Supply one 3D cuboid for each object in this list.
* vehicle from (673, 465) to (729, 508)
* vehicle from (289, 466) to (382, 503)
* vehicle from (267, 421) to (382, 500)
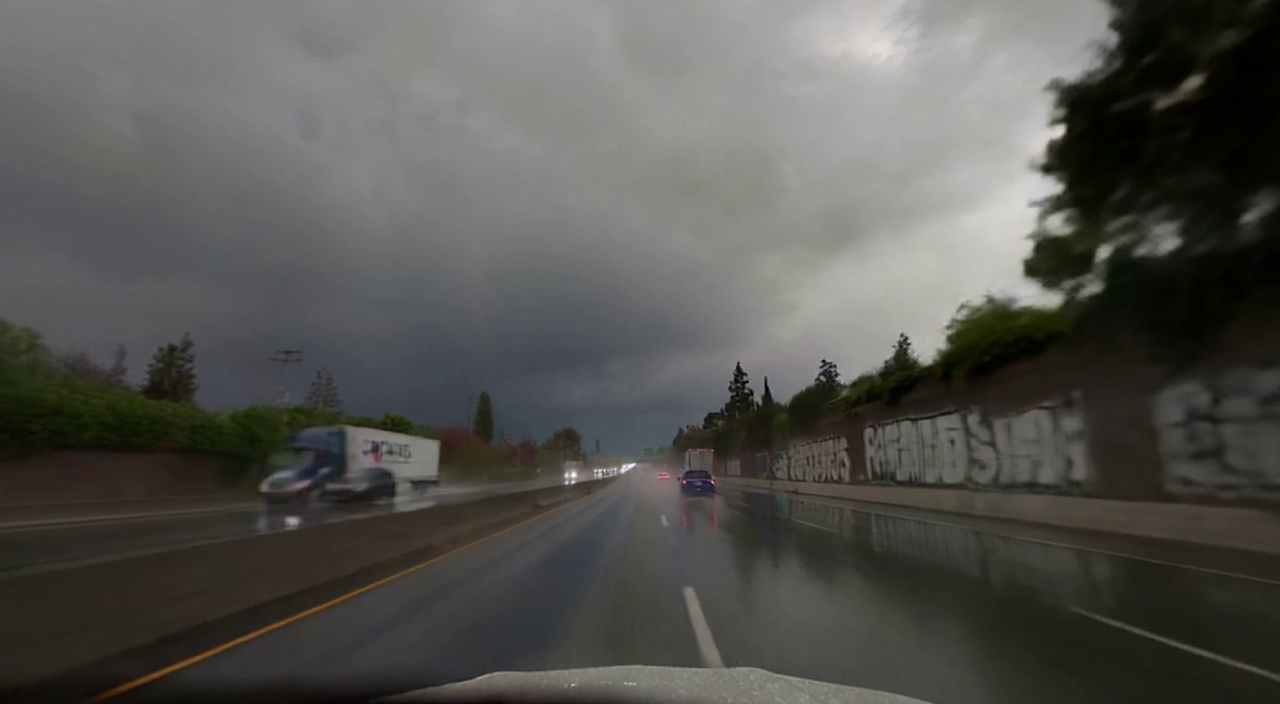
[{"bbox_3d":[2.544,5.704,27.001,2.011,1.574,3.512,2,-10,0],"label":"vehicle"},{"bbox_3d":[-13.529,5.912,28.321,1.914,1.479,4.291,1,-11,1],"label":"vehicle"},{"bbox_3d":[-17.305,6.076,35.126,3.016,3.955,6.020,1,-10,0],"label":"vehicle"}]
